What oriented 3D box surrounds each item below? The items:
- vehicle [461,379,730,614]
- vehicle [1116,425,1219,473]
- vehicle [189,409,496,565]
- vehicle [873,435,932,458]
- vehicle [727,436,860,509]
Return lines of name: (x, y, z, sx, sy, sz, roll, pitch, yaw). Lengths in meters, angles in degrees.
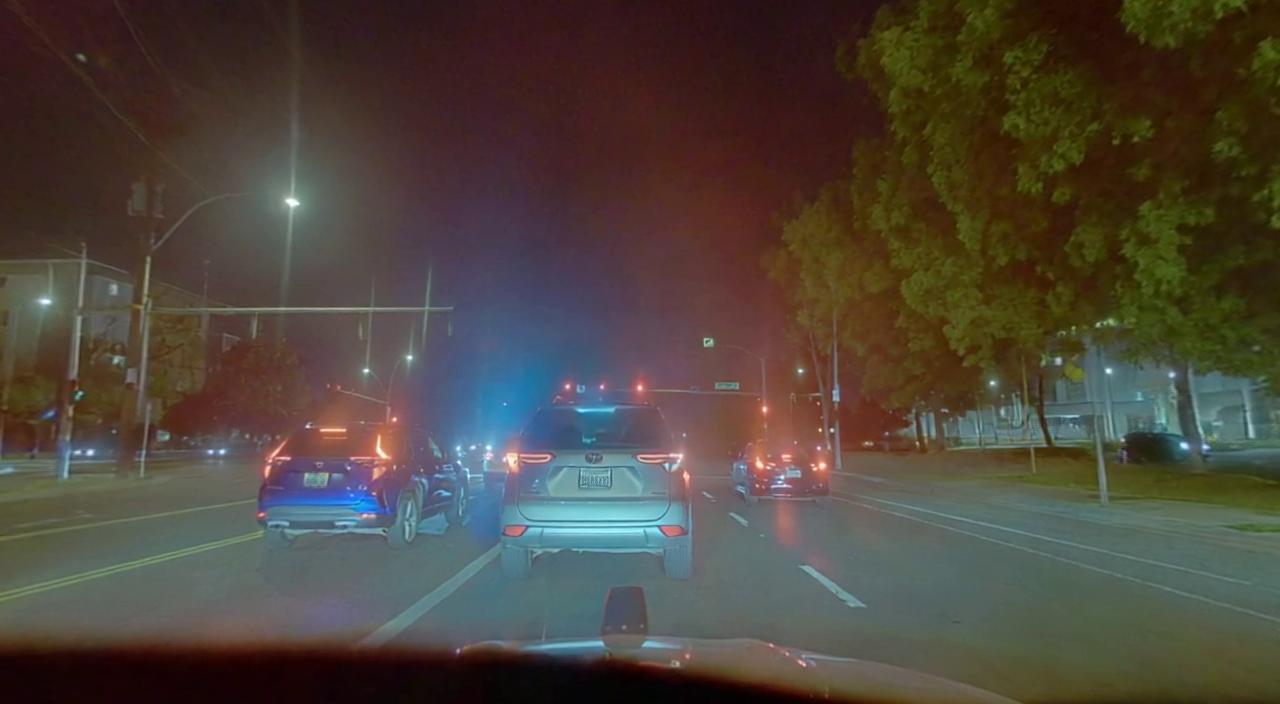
vehicle: (-0.341, 1.430, 7.094, 2.064, 1.817, 4.298, 0, -8, 0)
vehicle: (19.280, 3.513, 22.973, 4.215, 1.578, 1.892, 7, -11, -38)
vehicle: (-3.733, 1.793, 9.137, 2.160, 1.666, 4.583, 0, -8, 1)
vehicle: (19.986, 7.202, 47.910, 4.361, 1.653, 2.034, 6, -10, -35)
vehicle: (3.459, 2.795, 15.135, 2.121, 1.494, 4.208, 0, -8, 0)
